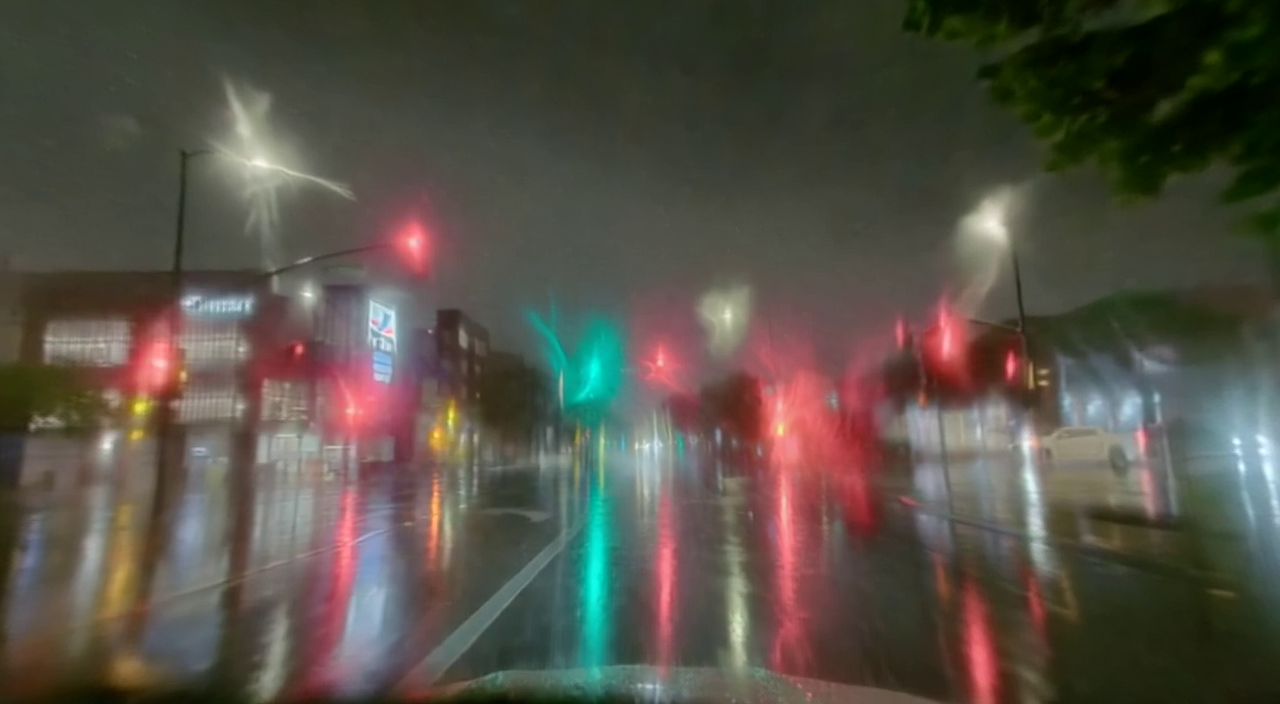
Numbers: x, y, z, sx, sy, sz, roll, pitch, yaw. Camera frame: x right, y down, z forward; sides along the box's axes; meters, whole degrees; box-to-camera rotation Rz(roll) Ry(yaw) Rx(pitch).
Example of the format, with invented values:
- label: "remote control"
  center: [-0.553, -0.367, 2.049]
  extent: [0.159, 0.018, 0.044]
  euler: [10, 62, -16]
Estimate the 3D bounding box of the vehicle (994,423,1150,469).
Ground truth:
- label: "vehicle"
  center: [17.505, 3.835, 25.750]
  extent: [4.836, 1.795, 1.957]
  euler: [-1, -8, 1]
